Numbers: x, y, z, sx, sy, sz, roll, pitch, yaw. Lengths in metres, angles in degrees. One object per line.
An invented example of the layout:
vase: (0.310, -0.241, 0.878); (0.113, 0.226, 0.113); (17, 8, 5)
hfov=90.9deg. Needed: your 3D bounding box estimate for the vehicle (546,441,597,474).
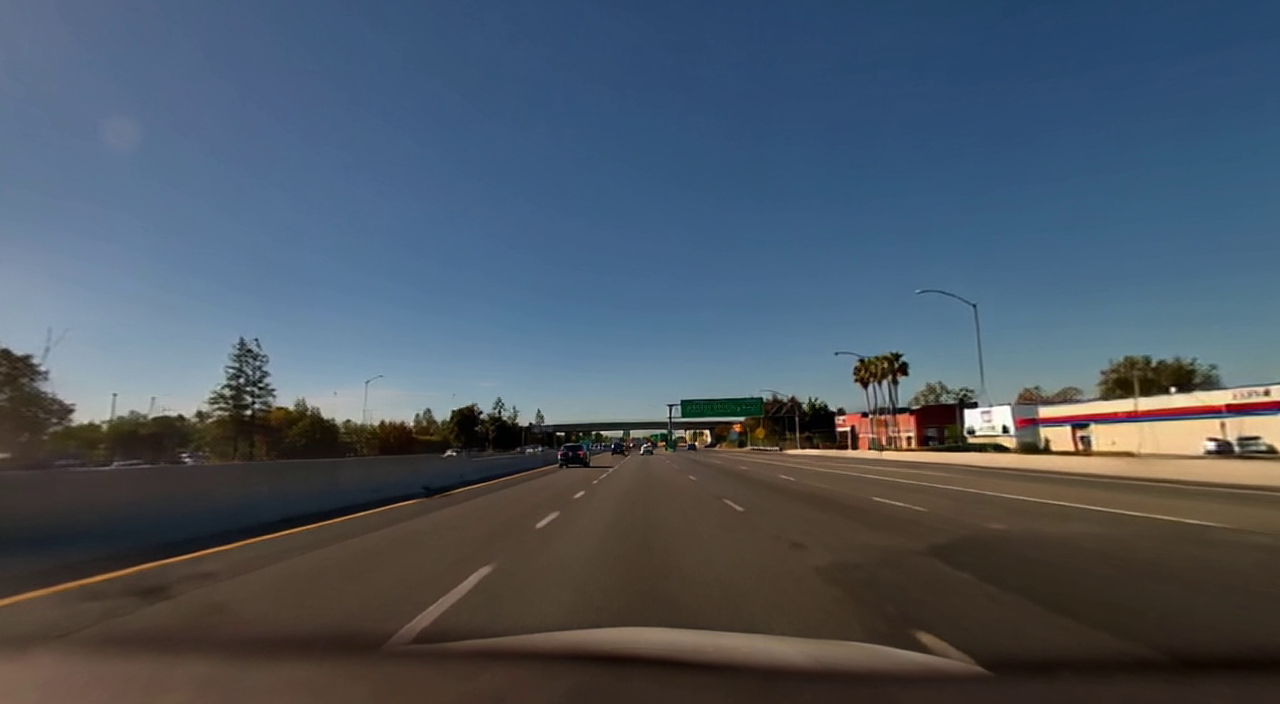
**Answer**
vehicle: (-3.420, 5.355, 32.260); (2.114, 1.510, 4.186); (-1, -8, 1)
